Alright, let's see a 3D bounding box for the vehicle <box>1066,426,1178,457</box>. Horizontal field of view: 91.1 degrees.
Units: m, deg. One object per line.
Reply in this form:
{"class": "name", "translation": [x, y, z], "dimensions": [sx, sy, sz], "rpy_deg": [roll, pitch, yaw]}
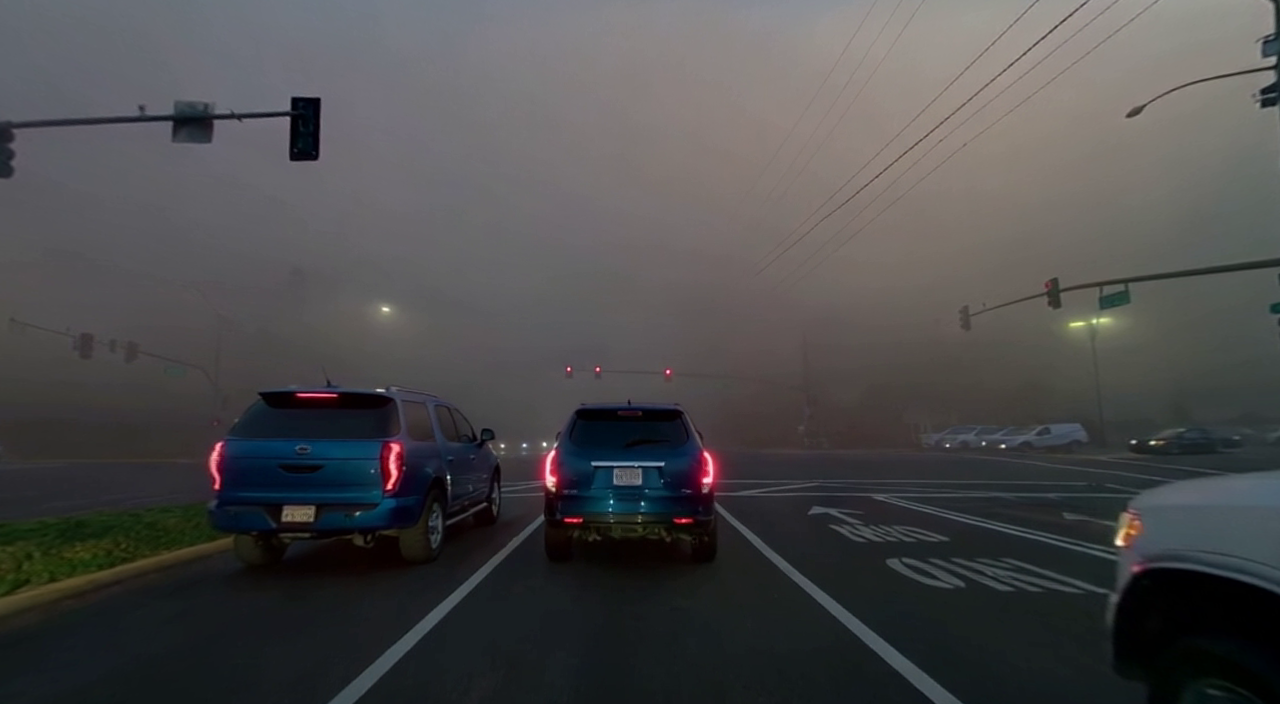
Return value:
{"class": "vehicle", "translation": [27.938, 5.202, 36.504], "dimensions": [4.849, 1.759, 2.041], "rpy_deg": [0, -8, -3]}

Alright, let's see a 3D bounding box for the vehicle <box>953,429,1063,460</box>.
{"class": "vehicle", "translation": [19.315, 4.872, 33.048], "dimensions": [4.624, 1.601, 1.871], "rpy_deg": [0, -8, -3]}

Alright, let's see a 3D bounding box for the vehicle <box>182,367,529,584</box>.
{"class": "vehicle", "translation": [-2.952, 1.444, 8.082], "dimensions": [2.220, 1.926, 4.870], "rpy_deg": [0, -8, -1]}

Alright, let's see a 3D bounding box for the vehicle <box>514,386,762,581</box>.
{"class": "vehicle", "translation": [-0.062, 1.520, 8.041], "dimensions": [2.204, 1.738, 4.690], "rpy_deg": [0, -8, -1]}

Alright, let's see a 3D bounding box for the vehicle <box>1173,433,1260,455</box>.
{"class": "vehicle", "translation": [40.210, 6.423, 43.818], "dimensions": [4.396, 1.479, 1.778], "rpy_deg": [0, -8, -3]}

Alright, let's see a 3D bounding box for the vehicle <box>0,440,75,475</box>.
{"class": "vehicle", "translation": [-32.177, 5.370, 32.135], "dimensions": [4.406, 1.682, 2.040], "rpy_deg": [0, -8, -1]}
